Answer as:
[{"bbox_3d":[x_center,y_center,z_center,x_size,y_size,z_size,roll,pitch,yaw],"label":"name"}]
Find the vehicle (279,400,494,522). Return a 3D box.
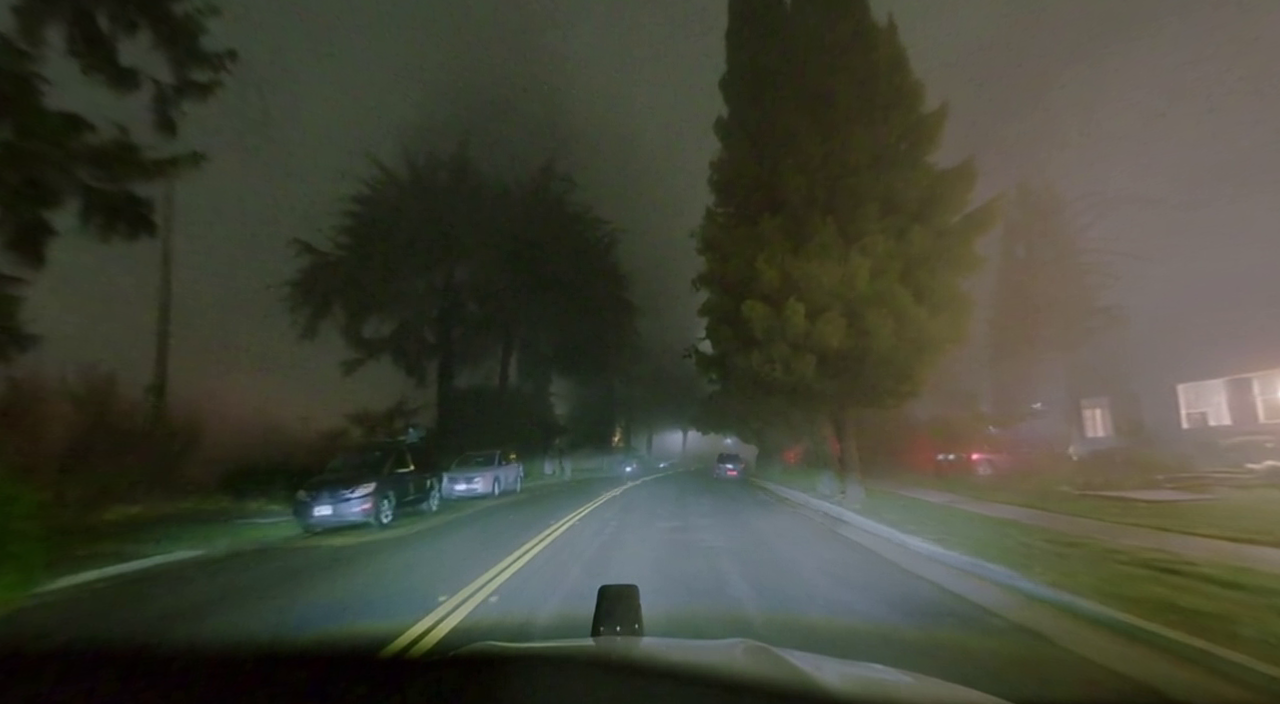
[{"bbox_3d":[-5.634,2.924,15.385,2.334,2.126,6.444,-5,-15,2],"label":"vehicle"}]

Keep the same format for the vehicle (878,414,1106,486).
[{"bbox_3d":[10.096,2.897,18.607,5.325,1.939,2.150,-2,-9,9],"label":"vehicle"}]

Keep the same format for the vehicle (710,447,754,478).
[{"bbox_3d":[4.673,5.497,31.625,1.948,1.408,4.345,-2,-9,11],"label":"vehicle"}]
